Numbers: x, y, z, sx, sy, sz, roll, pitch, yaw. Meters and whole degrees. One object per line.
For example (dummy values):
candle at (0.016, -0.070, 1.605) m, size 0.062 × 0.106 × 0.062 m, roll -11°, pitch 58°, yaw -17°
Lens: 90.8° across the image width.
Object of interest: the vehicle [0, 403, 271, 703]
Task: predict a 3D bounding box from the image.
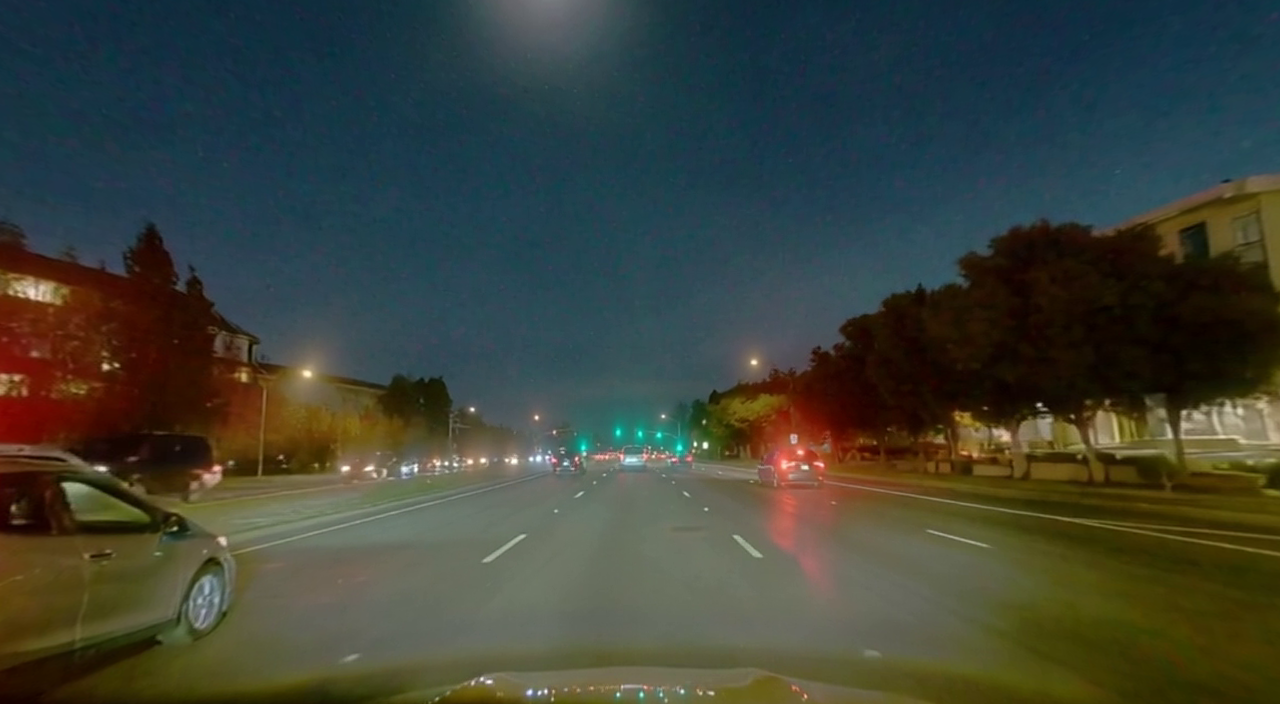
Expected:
vehicle at (-3.736, 0.927, 2.430) m, size 2.018 × 1.476 × 4.364 m, roll 0°, pitch -8°, yaw 0°

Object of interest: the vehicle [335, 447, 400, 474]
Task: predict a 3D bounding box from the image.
vehicle at (-15.949, 6.367, 37.206) m, size 1.835 × 1.455 × 4.487 m, roll 0°, pitch -8°, yaw 0°

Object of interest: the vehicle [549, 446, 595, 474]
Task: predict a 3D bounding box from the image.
vehicle at (-3.853, 6.161, 36.417) m, size 2.163 × 1.474 × 4.413 m, roll 0°, pitch -8°, yaw 0°

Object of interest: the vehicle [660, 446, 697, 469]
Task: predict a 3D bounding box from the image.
vehicle at (2.499, 6.969, 41.809) m, size 2.014 × 1.430 × 4.103 m, roll 0°, pitch -8°, yaw -2°

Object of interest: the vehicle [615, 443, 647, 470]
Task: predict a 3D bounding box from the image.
vehicle at (-0.618, 6.890, 41.879) m, size 2.008 × 1.716 × 4.125 m, roll 0°, pitch -8°, yaw -1°

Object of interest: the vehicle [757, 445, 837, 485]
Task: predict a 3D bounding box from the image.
vehicle at (6.278, 4.549, 25.863) m, size 2.028 × 1.451 × 4.625 m, roll 0°, pitch -8°, yaw -1°
